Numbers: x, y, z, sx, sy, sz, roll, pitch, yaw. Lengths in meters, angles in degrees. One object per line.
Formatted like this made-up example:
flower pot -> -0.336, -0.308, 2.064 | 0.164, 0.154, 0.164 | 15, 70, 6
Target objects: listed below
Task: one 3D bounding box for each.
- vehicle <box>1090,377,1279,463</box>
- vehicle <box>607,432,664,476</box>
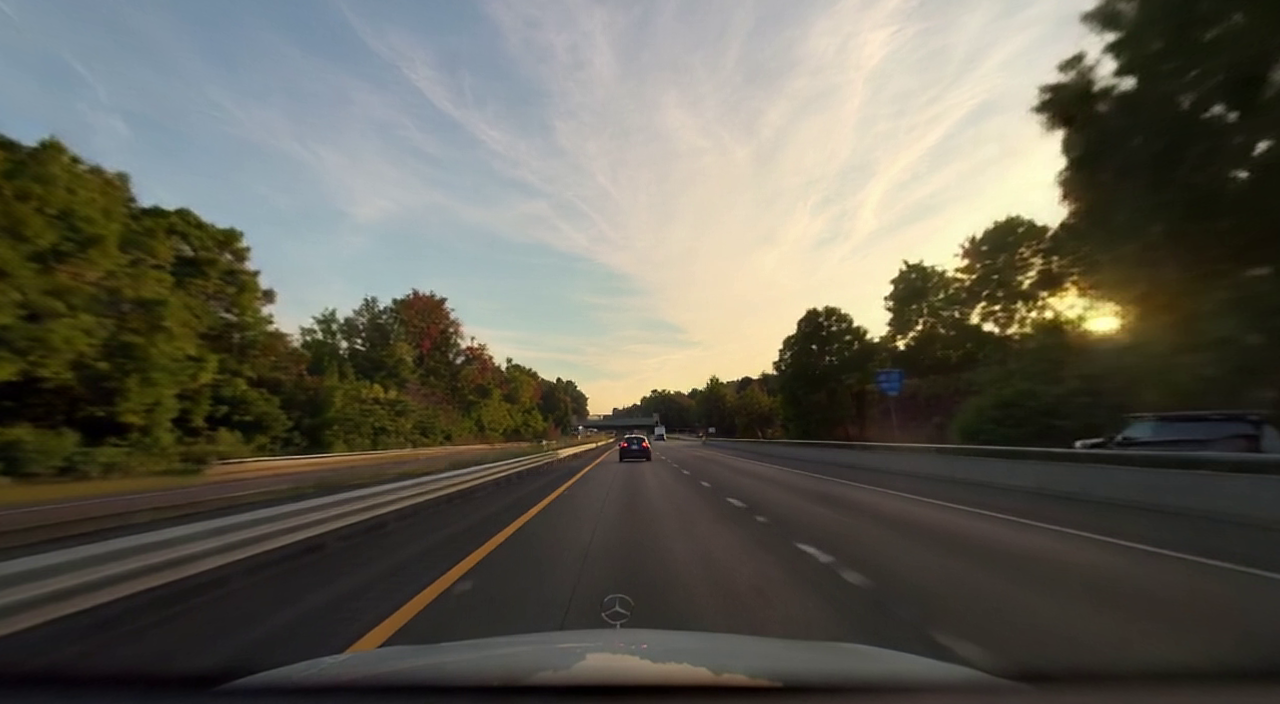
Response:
vehicle -> 31.547, 3.690, 33.410 | 2.988, 4.062, 14.442 | 0, -8, -8
vehicle -> -0.181, 3.698, 23.167 | 1.897, 1.479, 3.724 | 0, -8, -1
